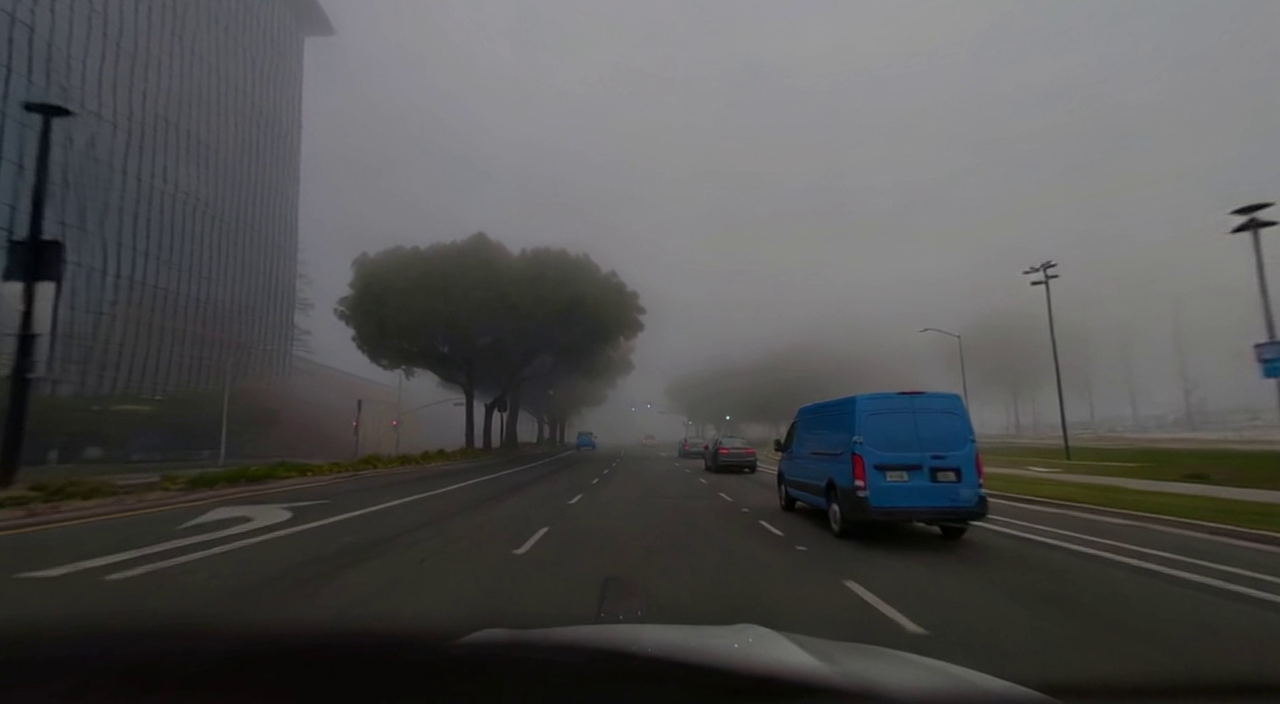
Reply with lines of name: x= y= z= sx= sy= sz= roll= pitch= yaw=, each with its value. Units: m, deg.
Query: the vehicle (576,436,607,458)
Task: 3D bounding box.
vehicle: x=-3.428 y=6.832 z=45.279 sx=1.864 sy=1.464 sz=4.195 roll=0 pitch=-8 yaw=1

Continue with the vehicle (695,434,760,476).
vehicle: x=3.344 y=4.028 z=24.940 sx=1.867 sy=1.493 sz=4.190 roll=0 pitch=-8 yaw=-1

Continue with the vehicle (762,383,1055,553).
vehicle: x=3.545 y=1.676 z=9.773 sx=2.200 sy=1.914 sz=5.145 roll=0 pitch=-8 yaw=-1
